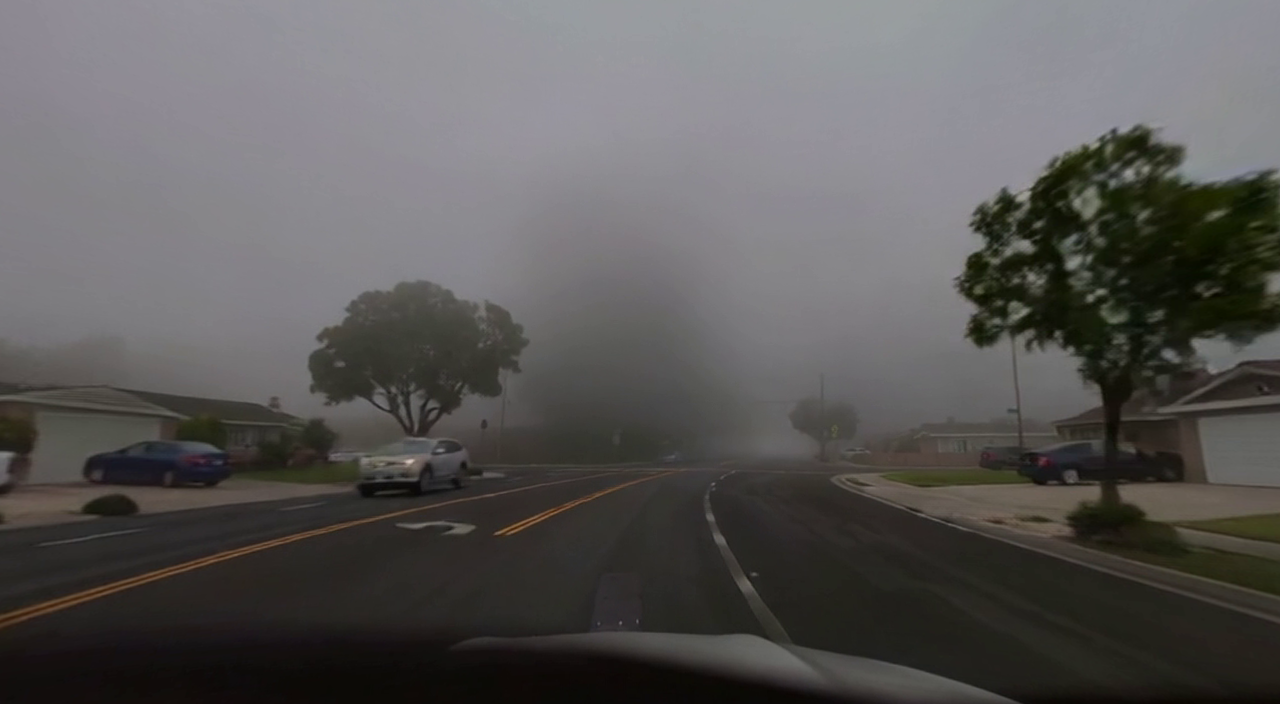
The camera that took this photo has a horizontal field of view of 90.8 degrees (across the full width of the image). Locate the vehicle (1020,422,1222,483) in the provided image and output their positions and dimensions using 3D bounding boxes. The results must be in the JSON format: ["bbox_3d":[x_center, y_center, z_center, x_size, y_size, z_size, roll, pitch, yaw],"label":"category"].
[{"bbox_3d":[16.787,3.606,22.410,5.073,1.729,2.161,-6,-11,15],"label":"vehicle"}]

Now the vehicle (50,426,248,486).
[{"bbox_3d":[-18.052,3.883,23.369,6.010,1.935,2.255,-3,-10,11],"label":"vehicle"}]

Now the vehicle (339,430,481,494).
[{"bbox_3d":[-7.858,3.829,22.418,2.272,1.920,5.737,-1,-9,8],"label":"vehicle"}]
